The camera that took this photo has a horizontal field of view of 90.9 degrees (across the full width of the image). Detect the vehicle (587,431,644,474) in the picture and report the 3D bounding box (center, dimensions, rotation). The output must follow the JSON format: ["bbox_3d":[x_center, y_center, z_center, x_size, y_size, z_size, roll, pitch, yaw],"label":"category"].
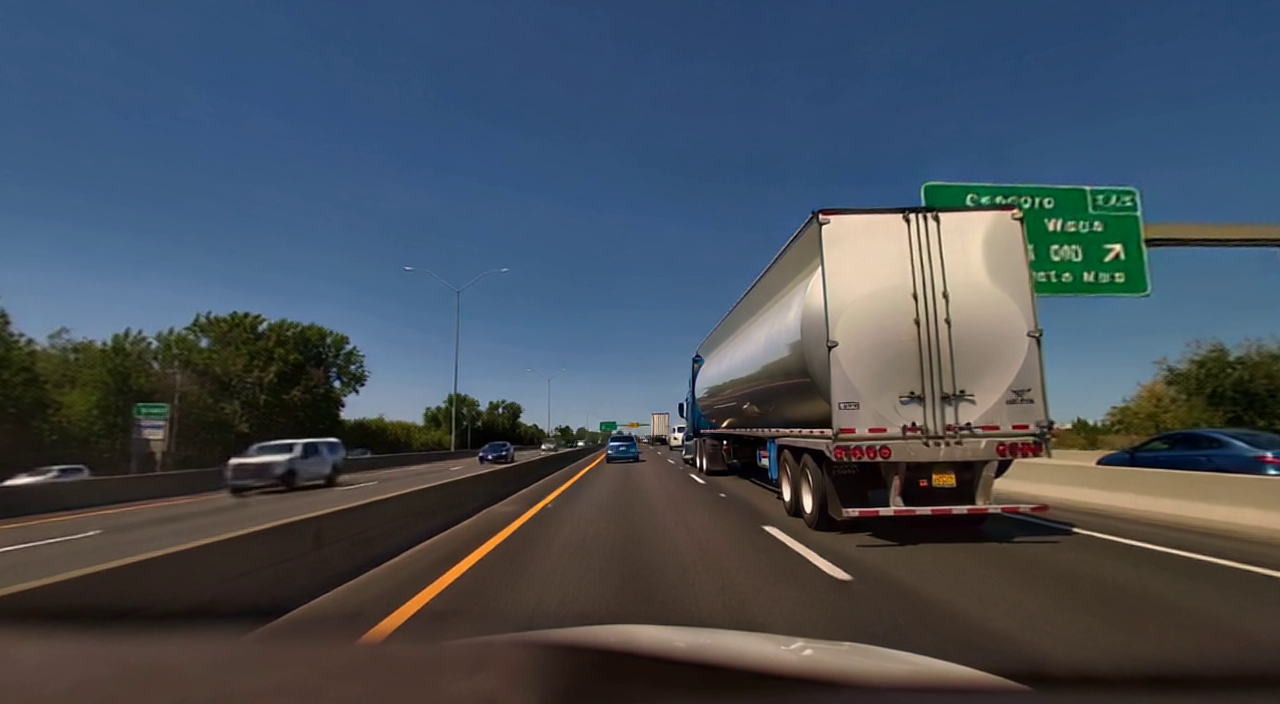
[{"bbox_3d":[-0.896,3.825,24.321,2.000,1.510,3.518,0,-8,-1],"label":"vehicle"}]

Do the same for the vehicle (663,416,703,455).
[{"bbox_3d":[3.182,6.304,47.741,2.475,2.782,4.986,0,-8,-3],"label":"vehicle"}]

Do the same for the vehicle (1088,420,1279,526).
[{"bbox_3d":[9.840,1.925,10.521,1.739,1.471,3.889,0,-8,-2],"label":"vehicle"}]

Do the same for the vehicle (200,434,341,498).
[{"bbox_3d":[-12.562,3.858,21.888,2.065,1.948,4.720,0,-8,-1],"label":"vehicle"}]

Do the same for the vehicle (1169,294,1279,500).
[{"bbox_3d":[14.529,0.550,10.093,2.878,4.124,10.050,0,-8,-3],"label":"vehicle"}]

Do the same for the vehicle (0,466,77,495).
[{"bbox_3d":[-38.723,8.111,39.953,1.846,1.553,4.238,-7,-11,42],"label":"vehicle"}]

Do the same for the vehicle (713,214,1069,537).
[{"bbox_3d":[3.508,0.850,12.221,2.826,3.905,9.262,0,-8,-1],"label":"vehicle"}]

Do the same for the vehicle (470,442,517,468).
[{"bbox_3d":[-9.254,6.529,40.250,1.894,1.483,4.624,0,-8,0],"label":"vehicle"}]

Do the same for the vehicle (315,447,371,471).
[{"bbox_3d":[-20.315,7.335,43.284,1.880,1.476,4.282,0,-8,-2],"label":"vehicle"}]
